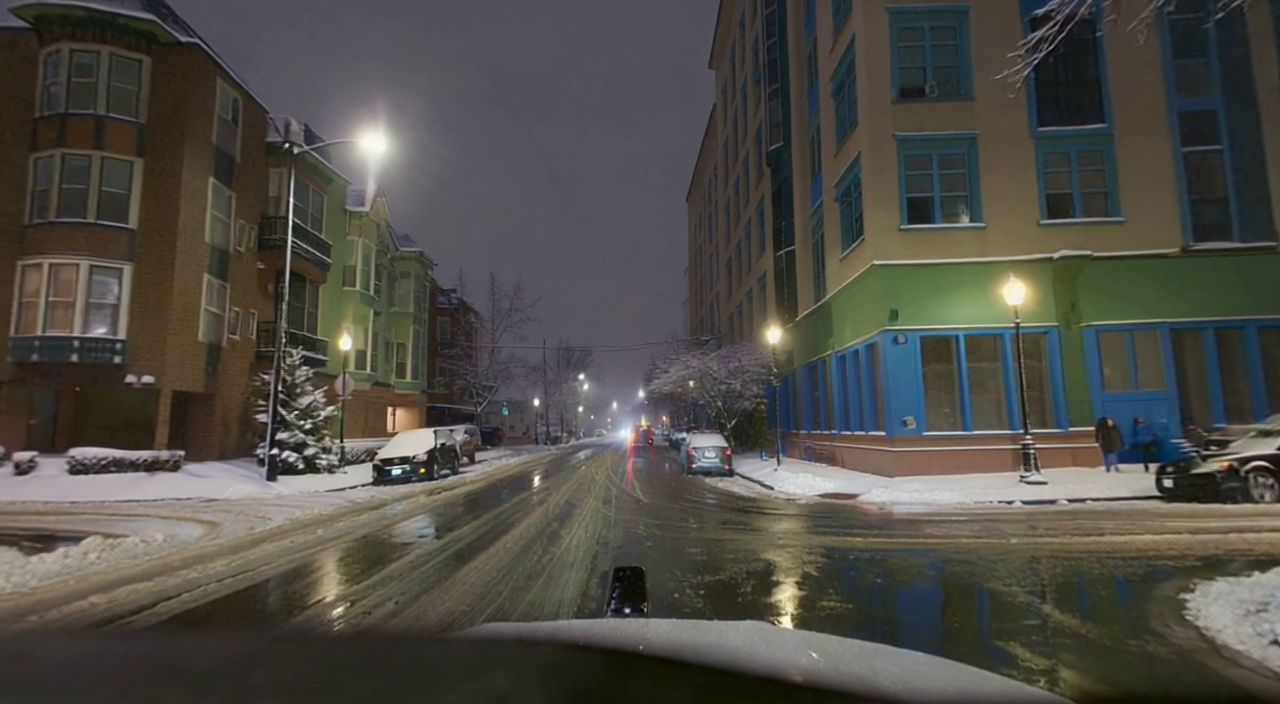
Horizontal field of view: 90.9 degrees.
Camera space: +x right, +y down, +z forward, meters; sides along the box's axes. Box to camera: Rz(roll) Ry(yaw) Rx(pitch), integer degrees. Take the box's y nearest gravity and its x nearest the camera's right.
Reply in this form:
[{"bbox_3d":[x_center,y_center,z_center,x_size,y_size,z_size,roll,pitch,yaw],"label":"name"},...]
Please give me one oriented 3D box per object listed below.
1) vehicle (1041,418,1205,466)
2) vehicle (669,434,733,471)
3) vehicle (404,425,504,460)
[{"bbox_3d":[15.323,2.881,20.145,3.752,1.453,1.709,0,-9,2],"label":"vehicle"},{"bbox_3d":[2.506,4.311,27.134,2.290,1.456,4.503,0,-8,-1],"label":"vehicle"},{"bbox_3d":[-11.425,5.593,38.880,5.540,1.950,2.113,4,-12,-28],"label":"vehicle"}]
